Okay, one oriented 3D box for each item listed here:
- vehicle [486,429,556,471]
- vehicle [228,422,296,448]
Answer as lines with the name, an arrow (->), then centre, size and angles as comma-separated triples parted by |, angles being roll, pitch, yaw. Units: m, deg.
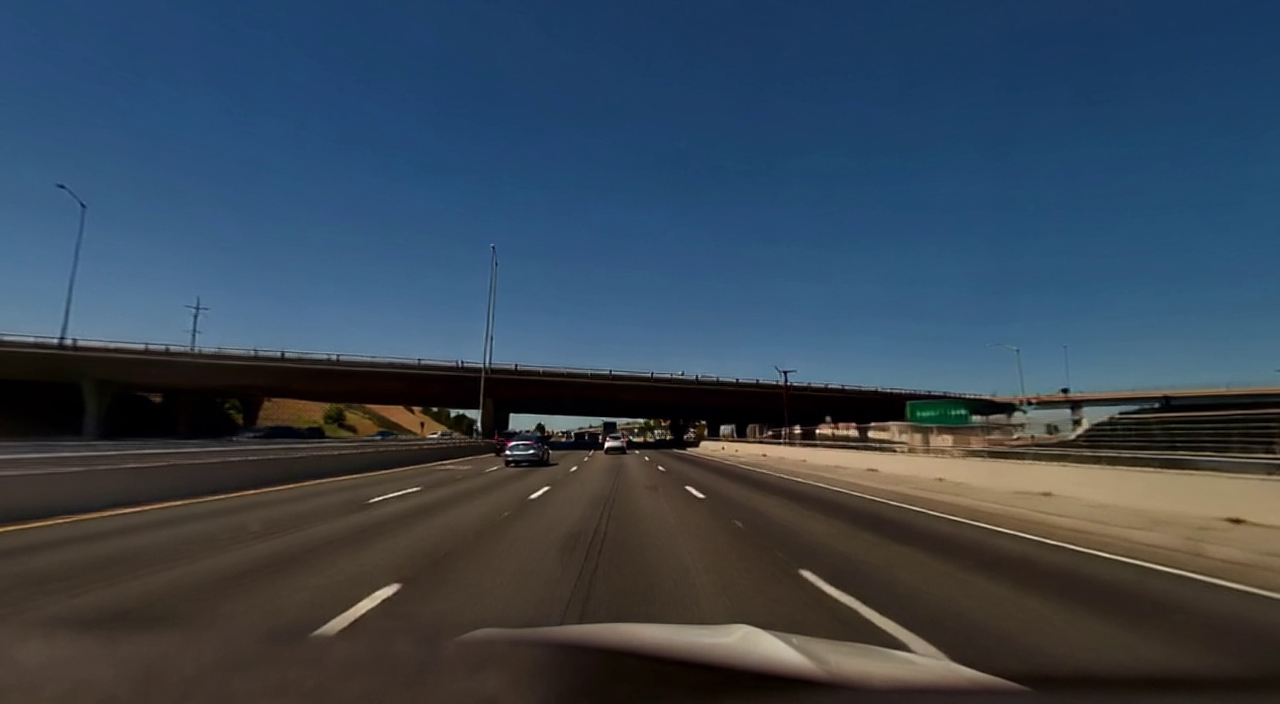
vehicle -> -4.915, 4.115, 26.767 | 2.123, 1.601, 4.887 | 0, -8, -1
vehicle -> -23.070, 5.110, 38.573 | 1.761, 1.485, 4.054 | 0, -8, -2
